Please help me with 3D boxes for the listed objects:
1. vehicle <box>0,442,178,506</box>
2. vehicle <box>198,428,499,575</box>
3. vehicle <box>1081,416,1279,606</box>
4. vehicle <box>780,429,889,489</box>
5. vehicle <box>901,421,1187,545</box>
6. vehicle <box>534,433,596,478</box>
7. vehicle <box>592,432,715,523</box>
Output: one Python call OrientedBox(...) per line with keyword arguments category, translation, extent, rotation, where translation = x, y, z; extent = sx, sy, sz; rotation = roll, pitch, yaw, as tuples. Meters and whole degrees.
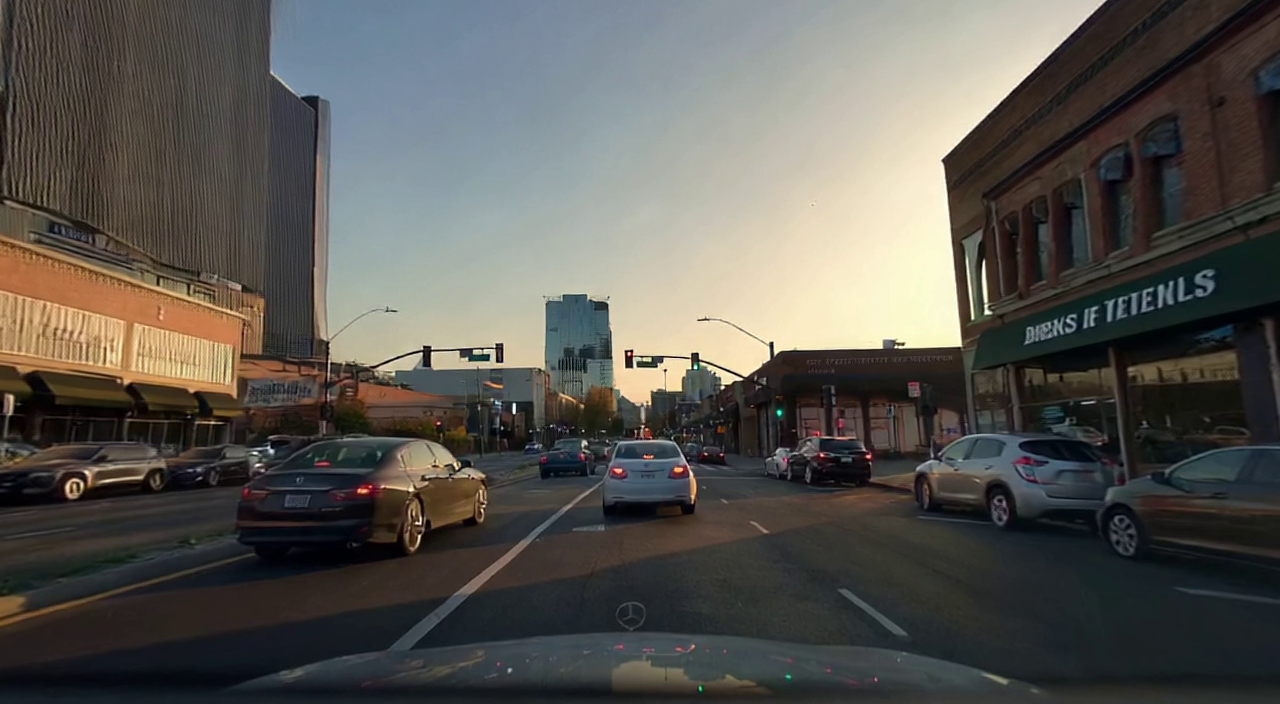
OrientedBox(category="vehicle", translation=(-17.240, 3.744, 19.850), extent=(1.817, 1.754, 4.622), rotation=(0, -9, 0))
OrientedBox(category="vehicle", translation=(-3.417, 1.821, 8.506), extent=(1.950, 1.450, 4.257), rotation=(0, -9, 1))
OrientedBox(category="vehicle", translation=(6.605, 1.427, 5.732), extent=(1.915, 1.655, 4.515), rotation=(0, -9, 0))
OrientedBox(category="vehicle", translation=(6.680, 3.751, 22.424), extent=(2.289, 1.867, 5.322), rotation=(0, -9, 1))
OrientedBox(category="vehicle", translation=(6.675, 2.193, 11.229), extent=(1.986, 1.722, 4.516), rotation=(0, -9, -2))
OrientedBox(category="vehicle", translation=(-3.055, 4.329, 26.584), extent=(2.007, 1.736, 4.185), rotation=(0, -9, 1))
OrientedBox(category="vehicle", translation=(0.209, 2.394, 12.560), extent=(2.037, 1.484, 4.073), rotation=(0, -9, 0))
